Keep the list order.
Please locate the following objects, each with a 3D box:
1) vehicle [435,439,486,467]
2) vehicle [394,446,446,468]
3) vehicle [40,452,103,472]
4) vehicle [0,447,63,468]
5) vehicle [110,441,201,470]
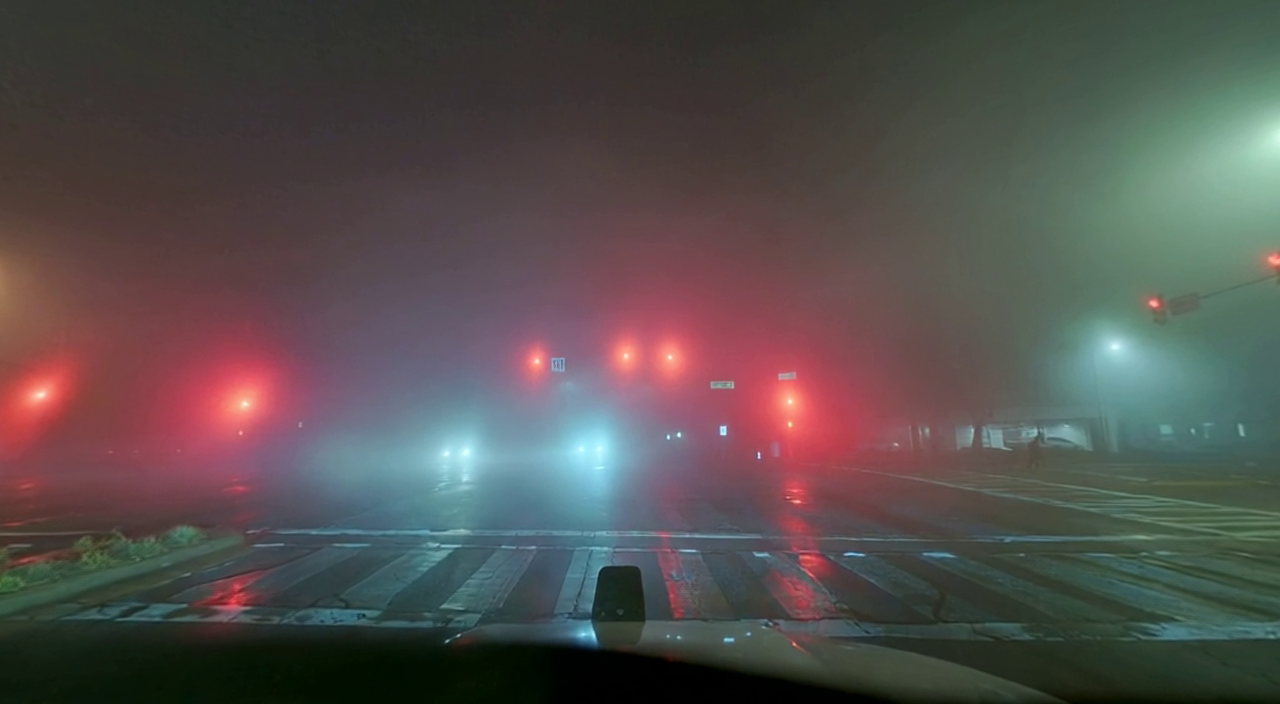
[{"bbox_3d":[-11.974,6.771,42.405,2.080,1.763,4.341,0,-8,1],"label":"vehicle"},{"bbox_3d":[-15.510,7.419,44.798,2.056,1.450,4.343,0,-8,0],"label":"vehicle"},{"bbox_3d":[-41.606,8.037,46.320,1.552,1.339,3.340,-2,-9,-1],"label":"vehicle"},{"bbox_3d":[-45.258,7.773,46.602,1.858,1.467,3.624,0,-8,1],"label":"vehicle"},{"bbox_3d":[-34.911,7.426,45.746,2.204,1.955,5.518,0,-8,0],"label":"vehicle"}]
